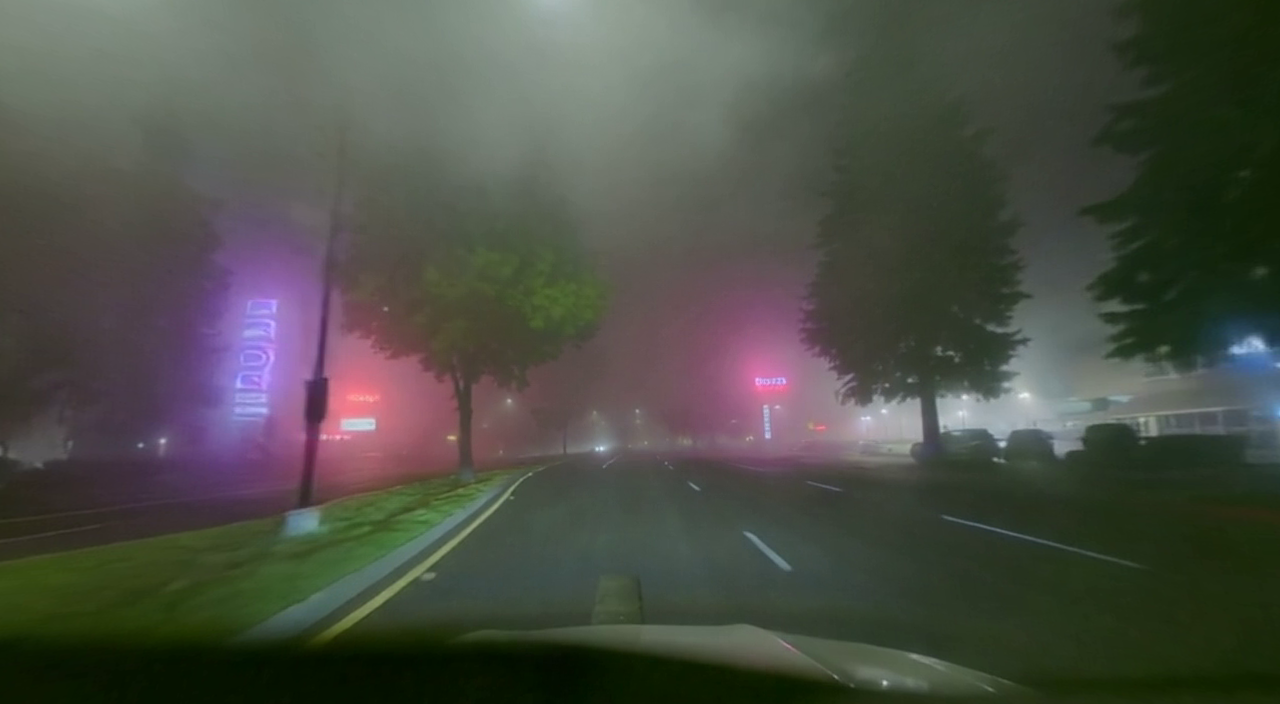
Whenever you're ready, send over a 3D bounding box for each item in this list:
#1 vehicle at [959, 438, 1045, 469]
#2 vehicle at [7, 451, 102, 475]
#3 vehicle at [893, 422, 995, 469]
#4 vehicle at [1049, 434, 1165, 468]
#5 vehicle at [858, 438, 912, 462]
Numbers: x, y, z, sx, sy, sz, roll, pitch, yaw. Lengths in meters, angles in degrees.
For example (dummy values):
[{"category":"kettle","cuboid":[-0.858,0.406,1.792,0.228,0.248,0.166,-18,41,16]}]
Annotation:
[{"category":"vehicle","cuboid":[17.897,5.041,31.418,1.873,1.383,3.754,-1,-9,-3]},{"category":"vehicle","cuboid":[-38.879,7.390,42.026,4.320,1.477,1.937,0,-8,-2]},{"category":"vehicle","cuboid":[14.904,4.656,31.439,2.235,2.016,5.481,-3,-9,0]},{"category":"vehicle","cuboid":[22.652,4.863,30.884,1.791,1.458,4.316,-1,-9,-12]},{"category":"vehicle","cuboid":[16.375,6.552,42.481,1.880,1.477,4.556,-1,-8,1]}]
